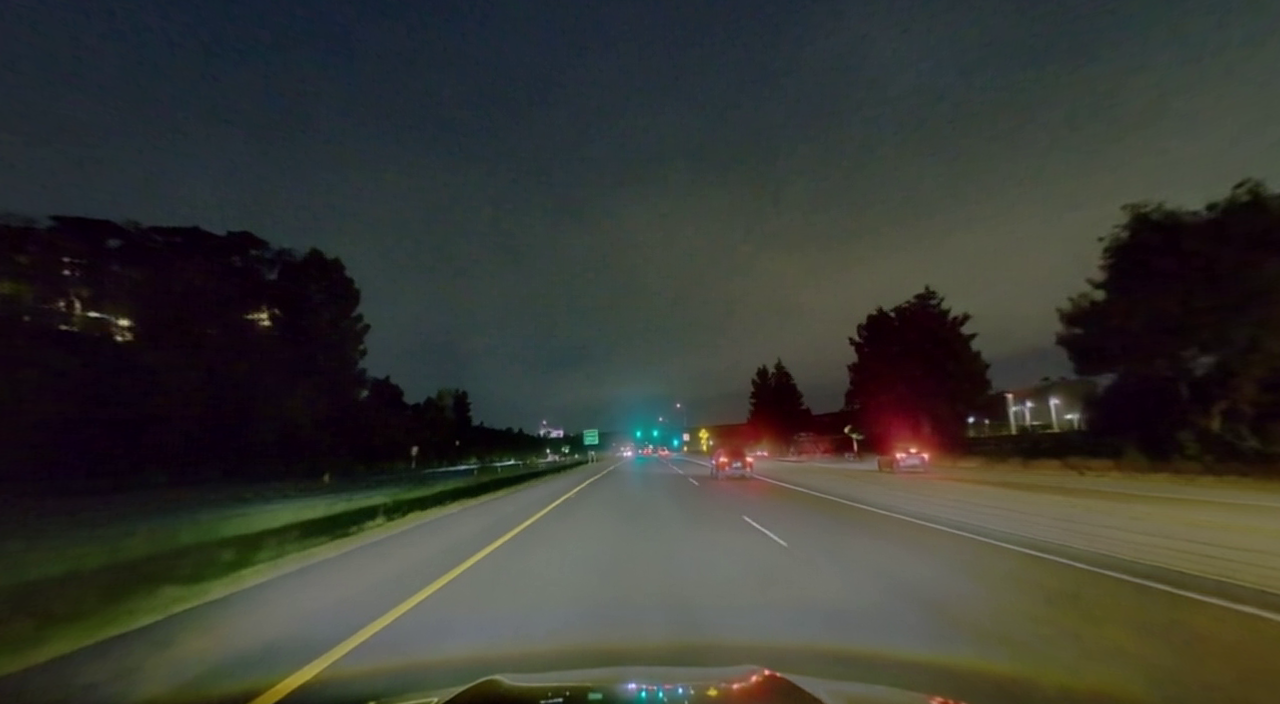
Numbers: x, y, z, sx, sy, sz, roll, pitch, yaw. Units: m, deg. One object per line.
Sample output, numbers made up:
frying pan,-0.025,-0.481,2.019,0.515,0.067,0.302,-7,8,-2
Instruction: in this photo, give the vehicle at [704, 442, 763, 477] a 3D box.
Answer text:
vehicle,4.296,5.013,29.718,2.042,1.518,4.477,0,-9,-1
